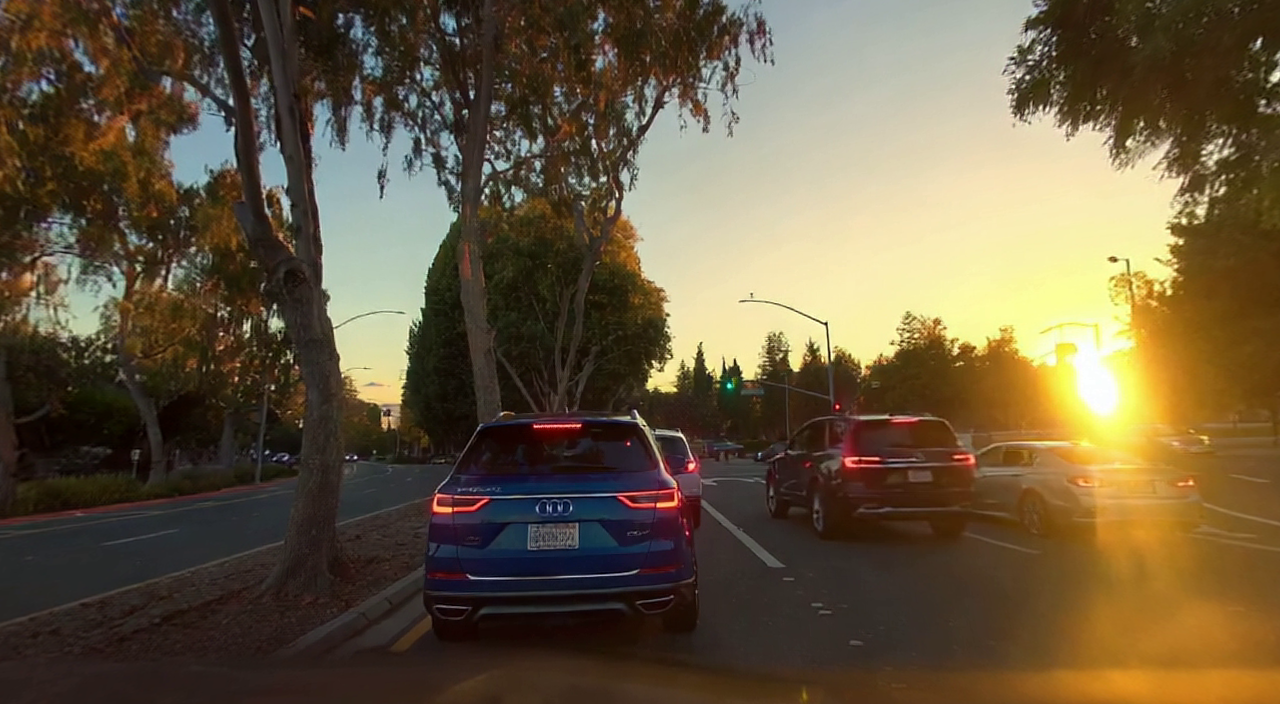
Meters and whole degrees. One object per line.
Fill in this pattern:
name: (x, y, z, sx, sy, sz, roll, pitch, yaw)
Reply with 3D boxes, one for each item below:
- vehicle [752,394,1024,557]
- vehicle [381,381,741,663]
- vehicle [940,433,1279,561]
vehicle: (3.374, 1.822, 9.979, 2.200, 1.909, 4.853, 0, -9, -1)
vehicle: (-0.428, 1.352, 6.074, 2.201, 1.709, 4.271, 0, -9, 2)
vehicle: (6.615, 2.005, 9.566, 1.894, 1.445, 4.565, 0, -9, 0)
